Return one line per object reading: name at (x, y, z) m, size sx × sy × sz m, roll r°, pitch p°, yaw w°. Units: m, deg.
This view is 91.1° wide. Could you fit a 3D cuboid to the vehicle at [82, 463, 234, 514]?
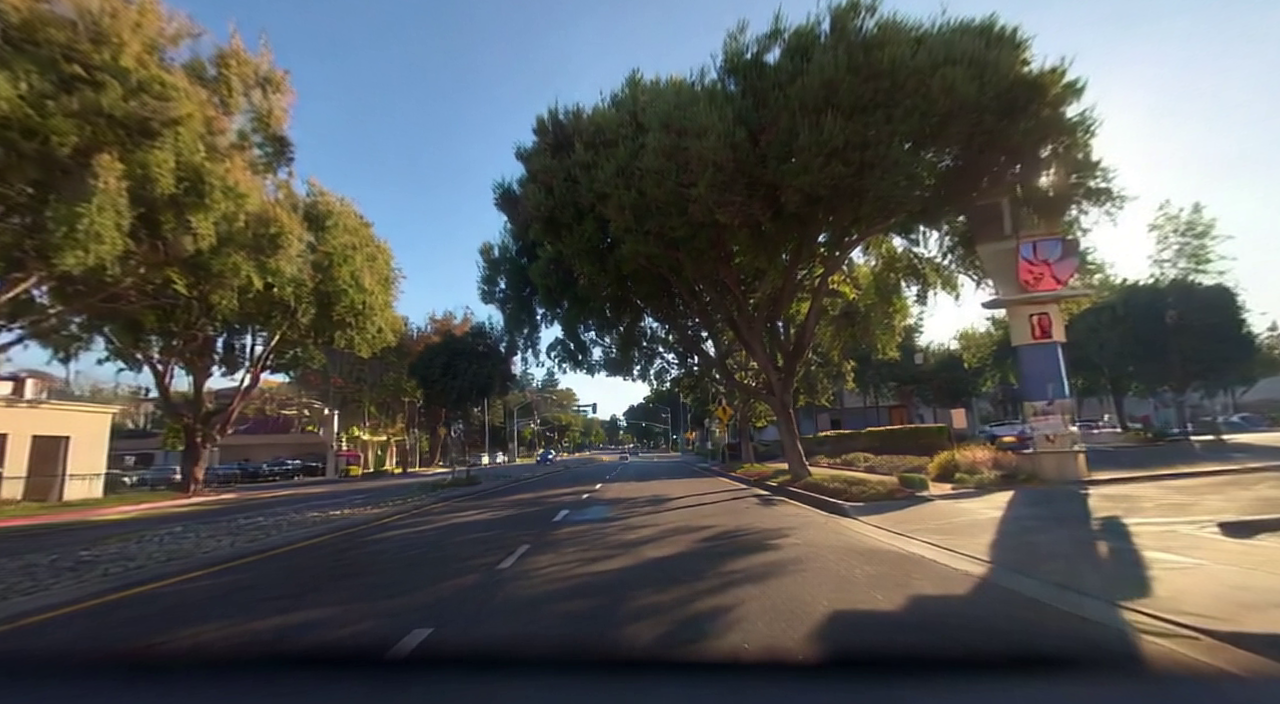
vehicle at (-17.412, 4.900, 23.040) m, size 1.861 × 1.541 × 4.530 m, roll 0°, pitch -9°, yaw 2°
